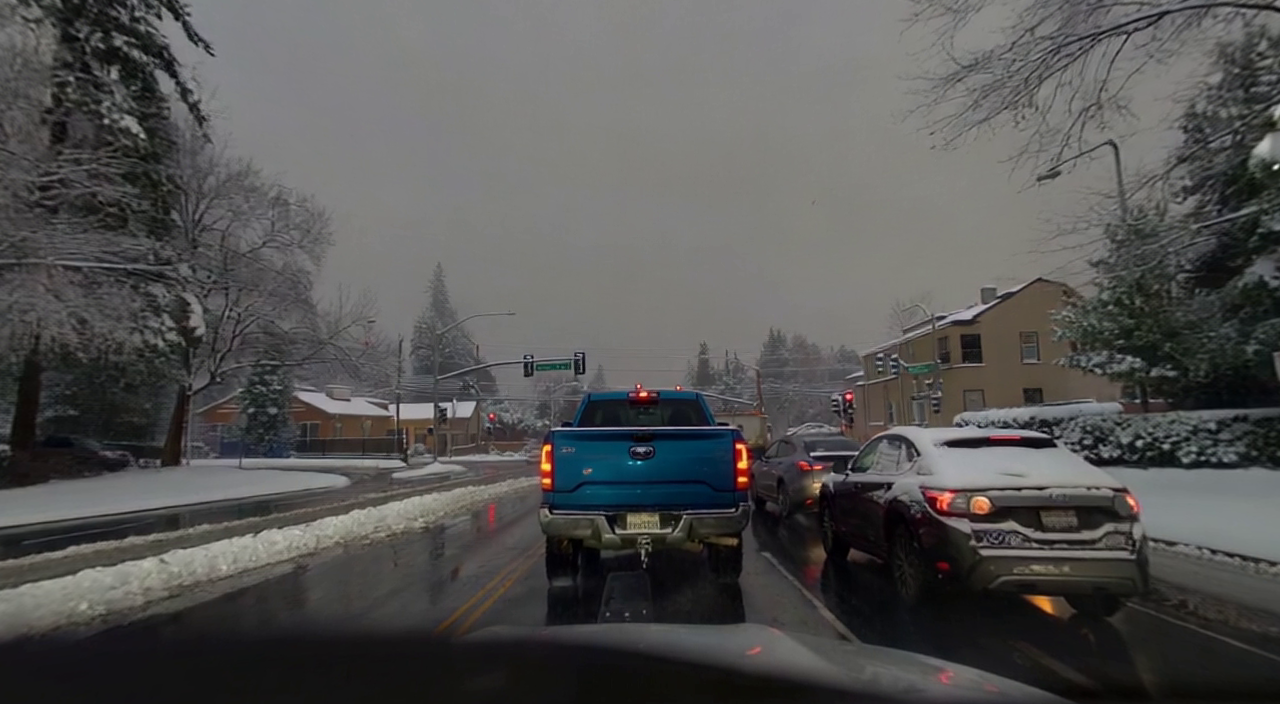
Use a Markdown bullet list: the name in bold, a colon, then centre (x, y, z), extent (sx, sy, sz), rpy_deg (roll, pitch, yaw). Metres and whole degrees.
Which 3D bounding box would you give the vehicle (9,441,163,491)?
- **vehicle**: centre (-21.758, 4.463, 25.066), extent (2.062, 1.764, 4.508), rpy_deg (0, -8, -2)

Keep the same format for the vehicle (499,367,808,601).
- **vehicle**: centre (0.127, 1.529, 8.206), extent (2.636, 2.011, 5.425), rpy_deg (0, -8, 0)

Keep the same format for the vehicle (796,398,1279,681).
- **vehicle**: centre (3.326, 1.492, 6.387), extent (2.155, 1.667, 5.162), rpy_deg (0, -8, 0)
